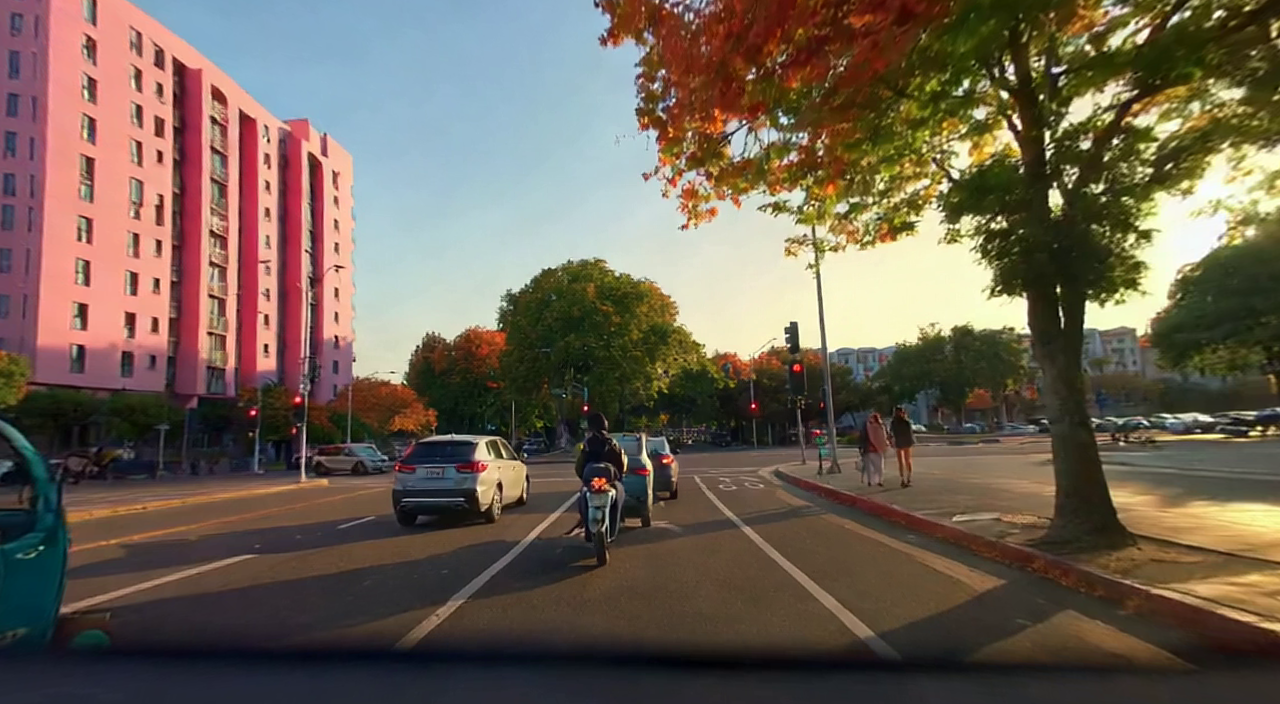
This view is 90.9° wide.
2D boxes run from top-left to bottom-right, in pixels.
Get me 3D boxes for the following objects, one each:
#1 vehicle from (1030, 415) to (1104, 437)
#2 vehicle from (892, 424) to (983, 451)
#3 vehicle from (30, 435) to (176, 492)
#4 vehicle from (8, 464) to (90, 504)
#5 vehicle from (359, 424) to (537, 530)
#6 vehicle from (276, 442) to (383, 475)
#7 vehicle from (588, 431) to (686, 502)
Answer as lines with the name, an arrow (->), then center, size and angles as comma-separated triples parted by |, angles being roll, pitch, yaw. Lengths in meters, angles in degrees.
vehicle -> 30.907, 5.421, 45.657 | 1.751, 1.420, 4.027 | 7, -11, -42
vehicle -> 17.689, 5.124, 37.507 | 4.661, 1.456, 1.862 | -5, -10, 31
vehicle -> -28.803, 5.954, 33.977 | 5.890, 2.393, 2.346 | -5, -7, 0
vehicle -> -24.196, 5.364, 25.911 | 1.495, 1.345, 3.336 | 3, -8, -27
vehicle -> -3.295, 2.231, 11.773 | 1.935, 1.615, 4.073 | -1, -9, 2
vehicle -> -18.196, 6.248, 37.090 | 5.226, 1.840, 2.016 | -1, -9, 2
vehicle -> -0.034, 2.681, 15.124 | 2.025, 1.458, 4.085 | 0, -9, 1
